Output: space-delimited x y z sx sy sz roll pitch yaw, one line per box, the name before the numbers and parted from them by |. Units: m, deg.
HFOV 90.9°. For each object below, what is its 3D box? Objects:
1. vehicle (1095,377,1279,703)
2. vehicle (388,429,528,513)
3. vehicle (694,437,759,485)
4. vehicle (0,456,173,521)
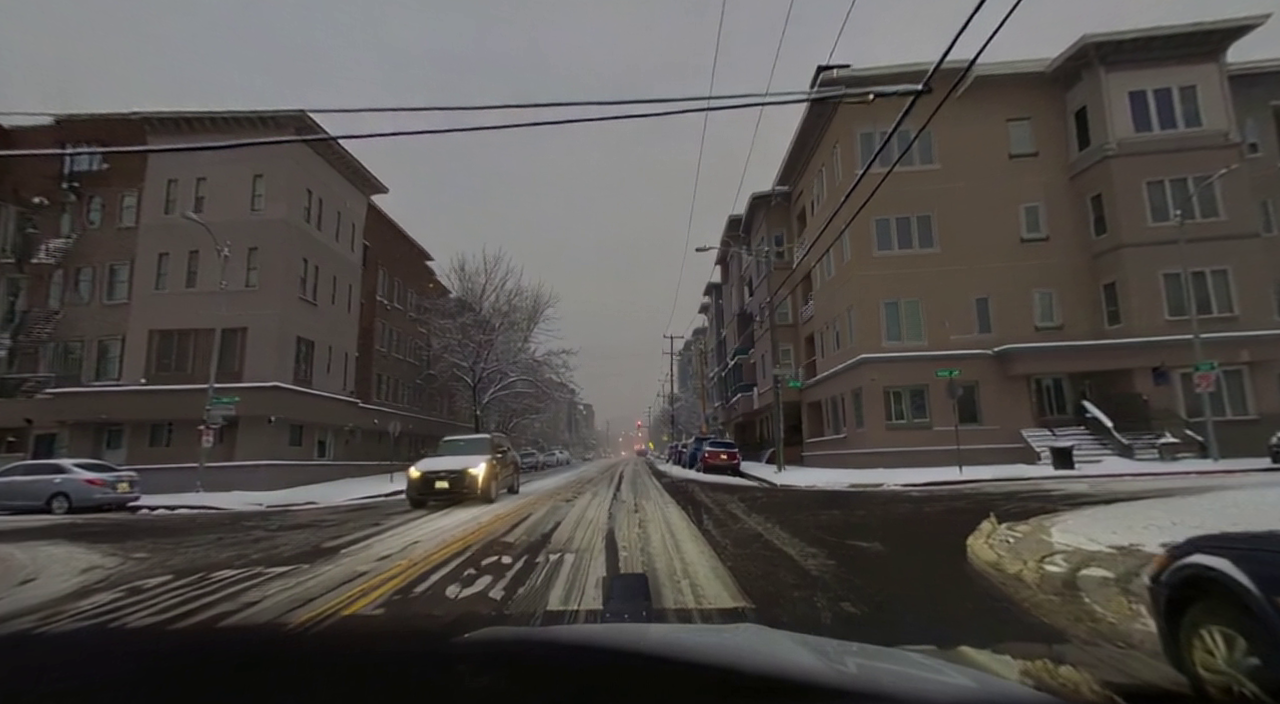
vehicle | 3.477 0.753 1.225 1.994 1.697 4.274 -1 -9 1
vehicle | -4.429 2.995 16.254 2.201 1.801 4.750 0 -9 0
vehicle | 3.584 4.628 26.988 2.164 1.721 4.416 -4 -9 1
vehicle | -17.367 3.994 18.678 5.354 1.773 1.991 0 -9 0
